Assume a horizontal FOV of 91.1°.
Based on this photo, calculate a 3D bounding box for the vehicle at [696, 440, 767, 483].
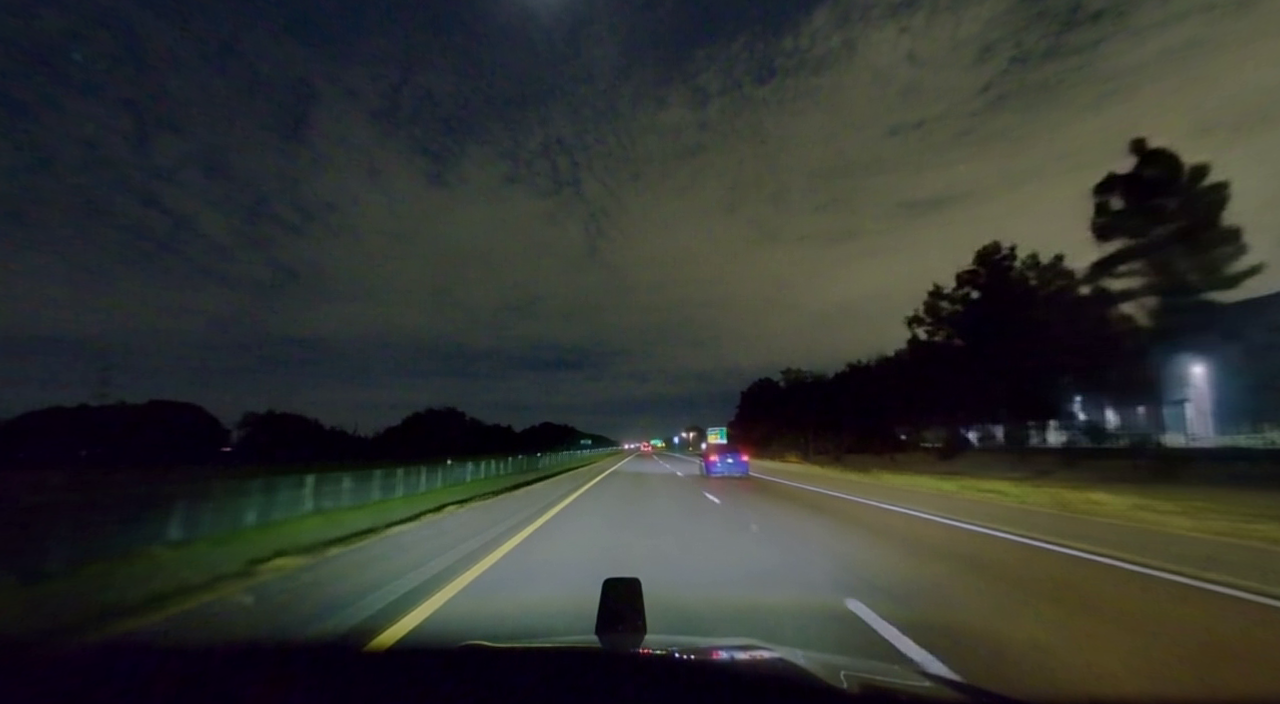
[{"bbox_3d":[3.448,4.218,24.468,2.079,1.531,3.997,0,-9,-1],"label":"vehicle"}]
